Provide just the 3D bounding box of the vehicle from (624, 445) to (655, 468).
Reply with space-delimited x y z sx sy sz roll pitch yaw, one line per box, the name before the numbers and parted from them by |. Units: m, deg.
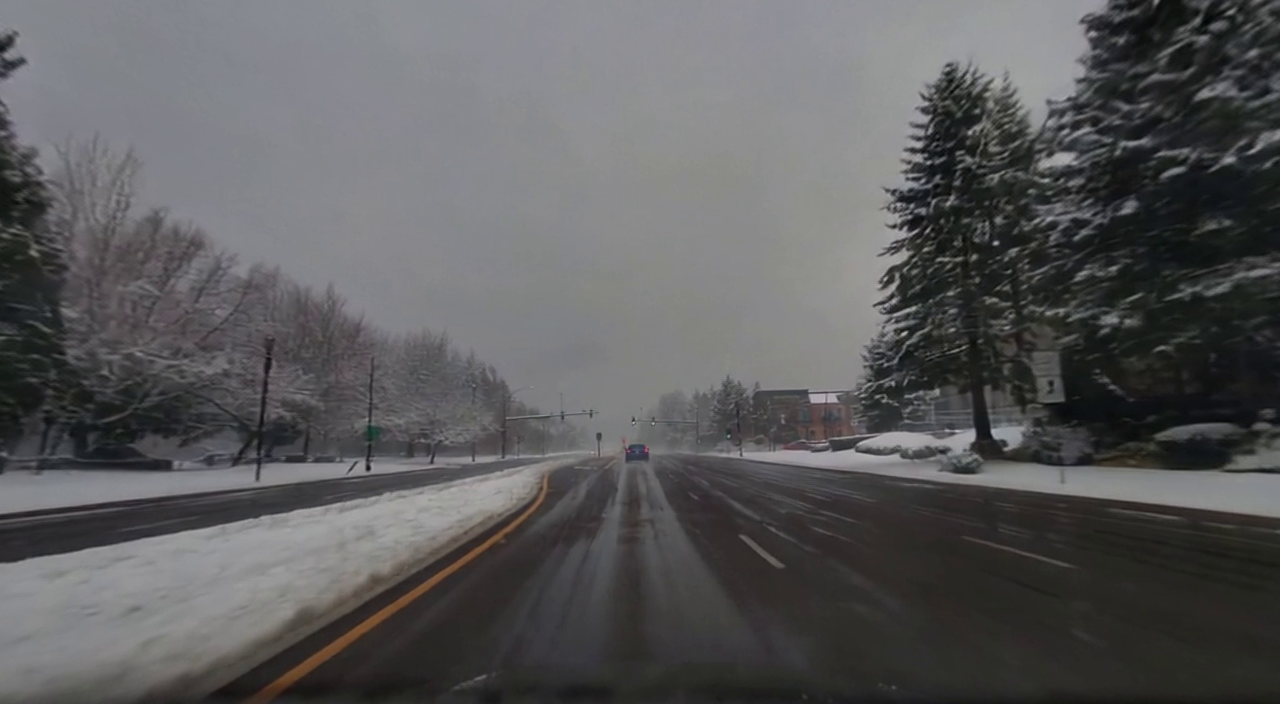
vehicle | -0.029 7.373 44.552 2.064 1.477 3.968 -1 -9 1
